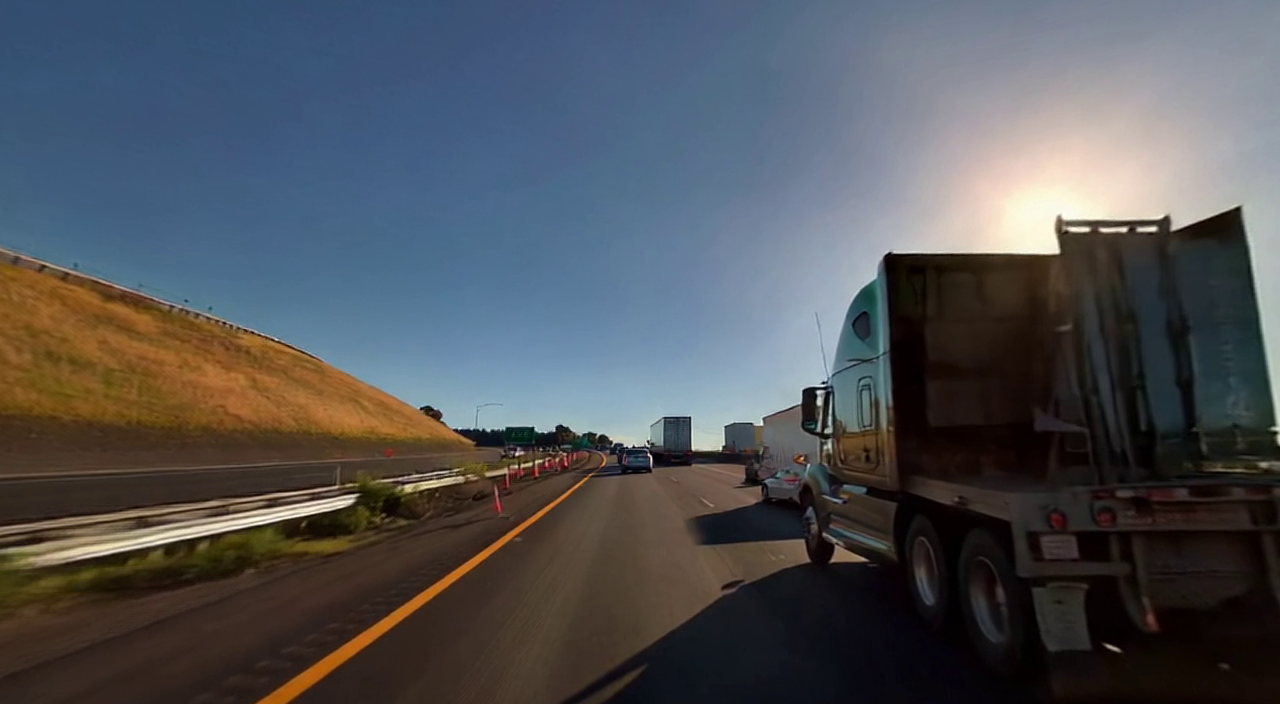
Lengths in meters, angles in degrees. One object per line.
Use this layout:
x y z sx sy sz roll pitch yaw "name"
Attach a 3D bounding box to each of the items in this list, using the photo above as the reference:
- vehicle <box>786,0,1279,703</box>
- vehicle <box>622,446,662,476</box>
3.671 0.286 6.009 2.990 3.934 6.180 0 -9 0 "vehicle"
0.055 5.463 31.792 1.927 1.437 3.794 0 -9 -1 "vehicle"
